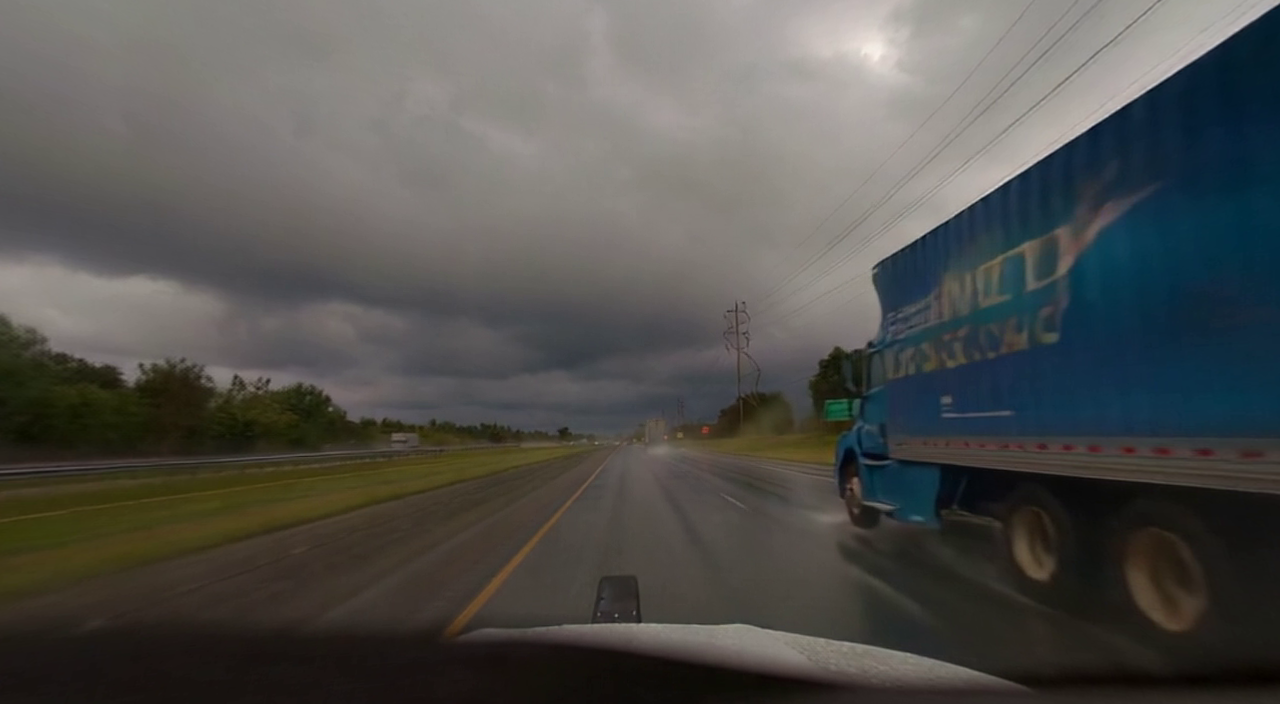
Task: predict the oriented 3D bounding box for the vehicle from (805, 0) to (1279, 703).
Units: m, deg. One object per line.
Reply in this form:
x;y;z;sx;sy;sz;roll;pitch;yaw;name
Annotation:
4.135;0.149;4.747;3.037;3.672;9.136;0;-8;-2;vehicle
